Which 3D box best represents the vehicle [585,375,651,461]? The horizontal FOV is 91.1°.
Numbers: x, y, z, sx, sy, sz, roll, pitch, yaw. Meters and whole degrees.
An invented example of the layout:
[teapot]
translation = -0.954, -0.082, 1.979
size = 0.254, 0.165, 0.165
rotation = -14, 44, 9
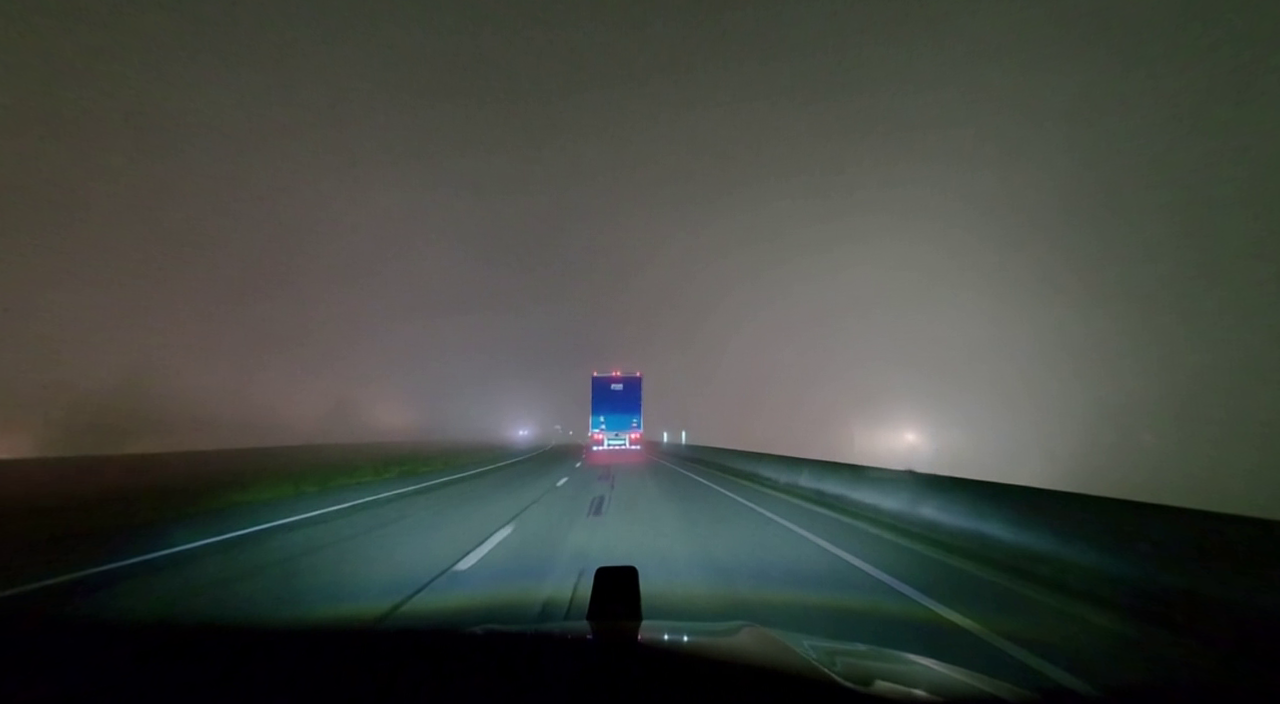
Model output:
[vehicle]
translation = -1.261, 3.747, 34.258
size = 3.023, 3.965, 10.402
rotation = 0, -8, -3
